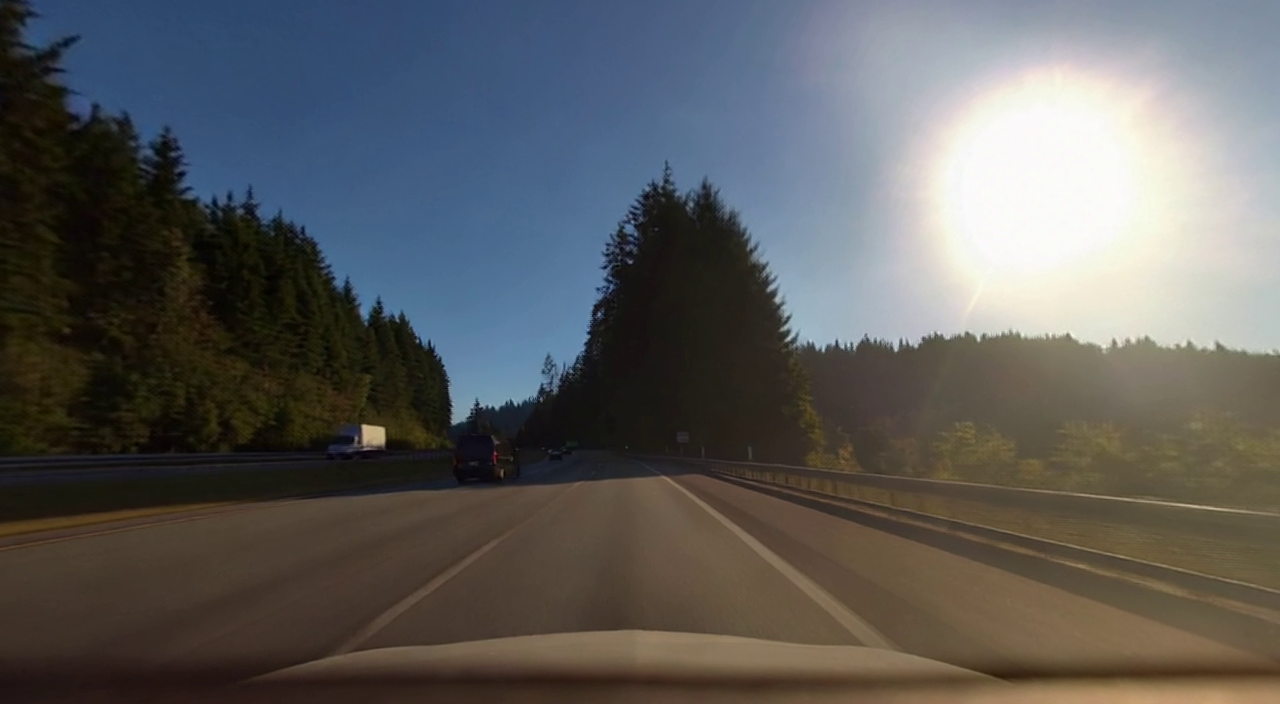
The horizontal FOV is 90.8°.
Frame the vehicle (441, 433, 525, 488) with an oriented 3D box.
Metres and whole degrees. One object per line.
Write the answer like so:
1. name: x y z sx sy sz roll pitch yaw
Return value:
1. vehicle: -6.305 4.435 26.024 2.197 2.038 4.919 0 -9 0
